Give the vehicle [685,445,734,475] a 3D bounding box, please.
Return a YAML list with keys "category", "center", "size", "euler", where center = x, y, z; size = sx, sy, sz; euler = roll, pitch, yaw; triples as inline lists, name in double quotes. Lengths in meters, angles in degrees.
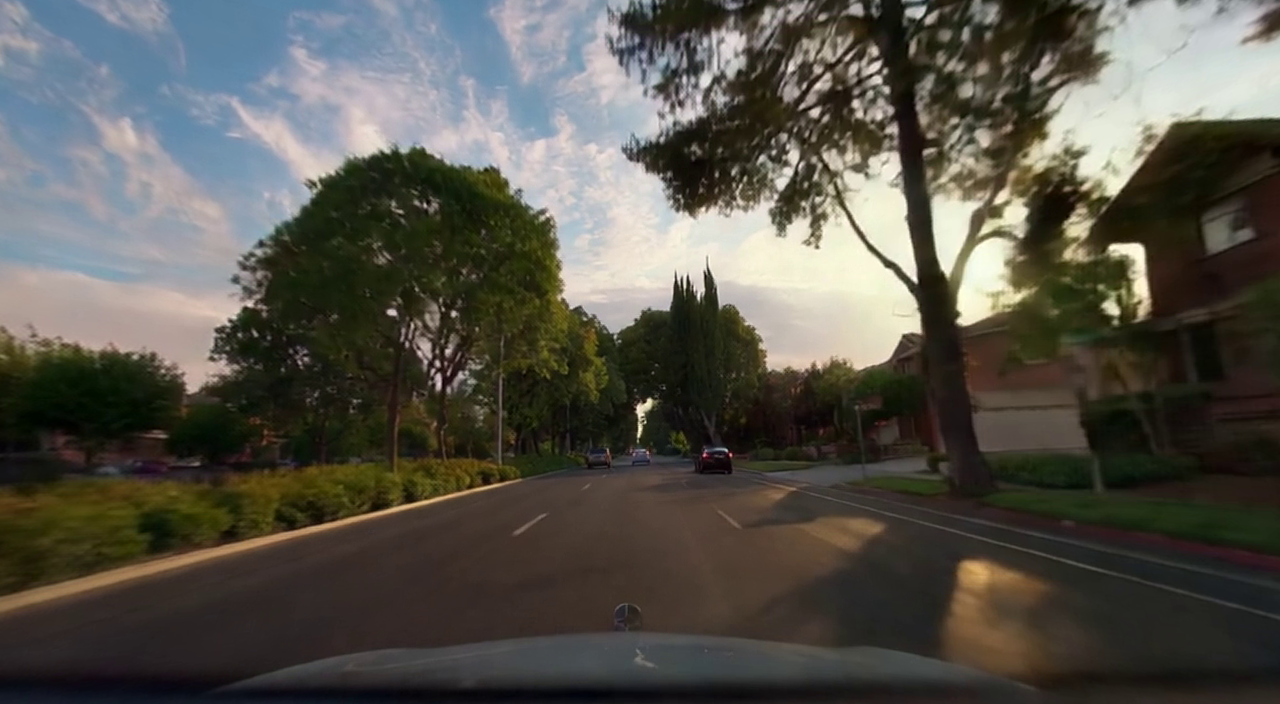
- category: "vehicle"
  center: [3.992, 6.271, 36.846]
  size: [2.237, 1.578, 4.621]
  euler: [0, -8, -1]
